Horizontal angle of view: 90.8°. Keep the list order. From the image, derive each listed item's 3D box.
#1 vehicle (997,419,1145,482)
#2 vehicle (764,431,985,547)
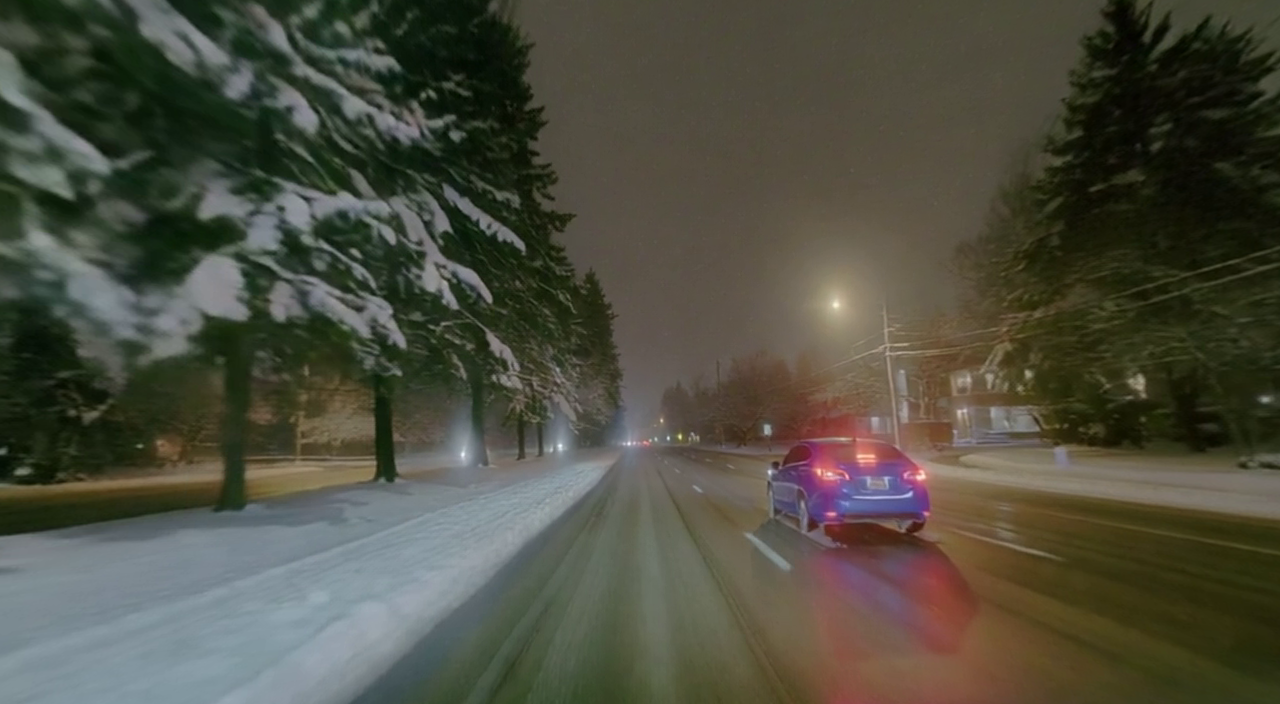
[{"bbox_3d":[17.162,3.968,25.723,2.868,2.233,6.035,-2,-8,13],"label":"vehicle"},{"bbox_3d":[3.464,2.082,10.354,1.950,1.473,4.259,0,-8,0],"label":"vehicle"}]
